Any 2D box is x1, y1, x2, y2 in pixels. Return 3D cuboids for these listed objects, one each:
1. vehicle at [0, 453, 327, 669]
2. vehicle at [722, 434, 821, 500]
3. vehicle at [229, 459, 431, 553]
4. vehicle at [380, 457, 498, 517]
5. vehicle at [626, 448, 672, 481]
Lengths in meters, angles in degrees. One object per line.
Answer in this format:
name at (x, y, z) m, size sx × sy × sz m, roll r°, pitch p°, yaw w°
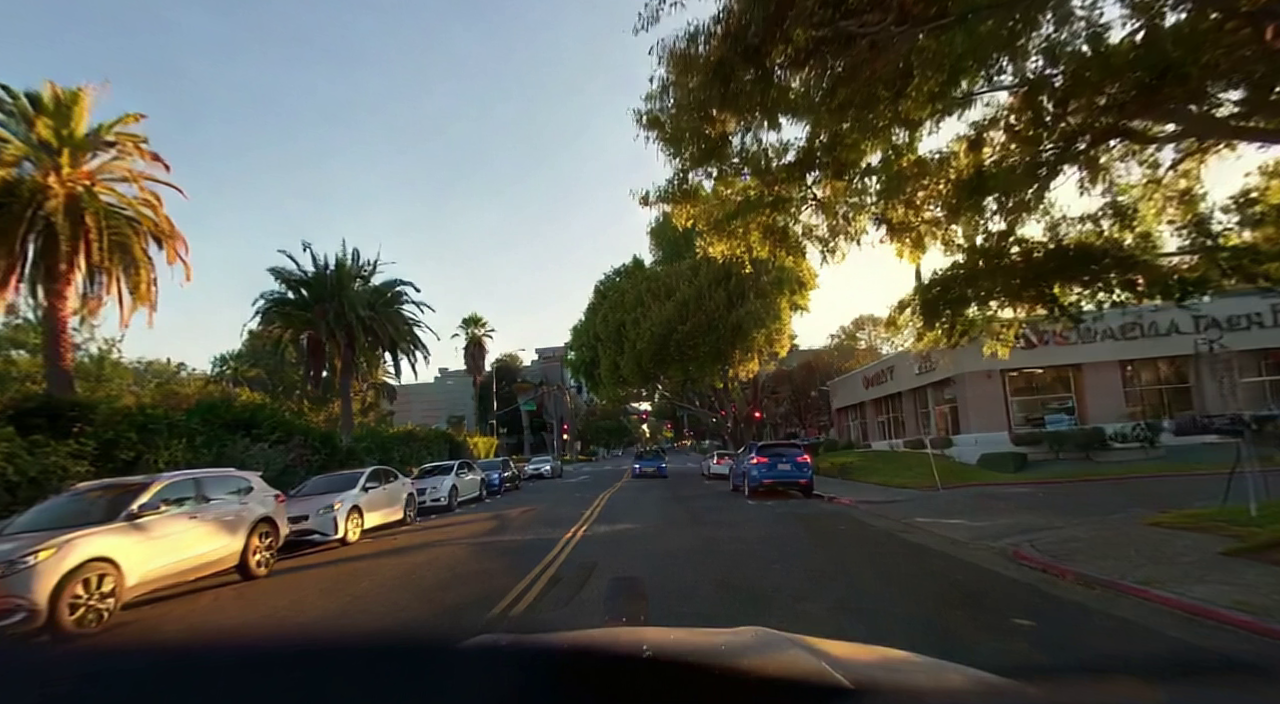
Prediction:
vehicle at (-6.074, 2.273, 7.649) m, size 2.186 × 1.621 × 4.795 m, roll -10°, pitch -8°, yaw -4°
vehicle at (3.946, 3.546, 19.903) m, size 2.099 × 1.786 × 5.198 m, roll 0°, pitch -8°, yaw 1°
vehicle at (-6.079, 3.031, 13.067) m, size 1.810 × 1.489 × 4.336 m, roll -1°, pitch -8°, yaw 3°
vehicle at (-5.844, 3.952, 19.006) m, size 1.874 × 1.472 × 4.668 m, roll -1°, pitch -8°, yaw 2°
vehicle at (0.393, 5.275, 29.913) m, size 2.060 × 1.452 × 4.078 m, roll 0°, pitch -8°, yaw 0°
